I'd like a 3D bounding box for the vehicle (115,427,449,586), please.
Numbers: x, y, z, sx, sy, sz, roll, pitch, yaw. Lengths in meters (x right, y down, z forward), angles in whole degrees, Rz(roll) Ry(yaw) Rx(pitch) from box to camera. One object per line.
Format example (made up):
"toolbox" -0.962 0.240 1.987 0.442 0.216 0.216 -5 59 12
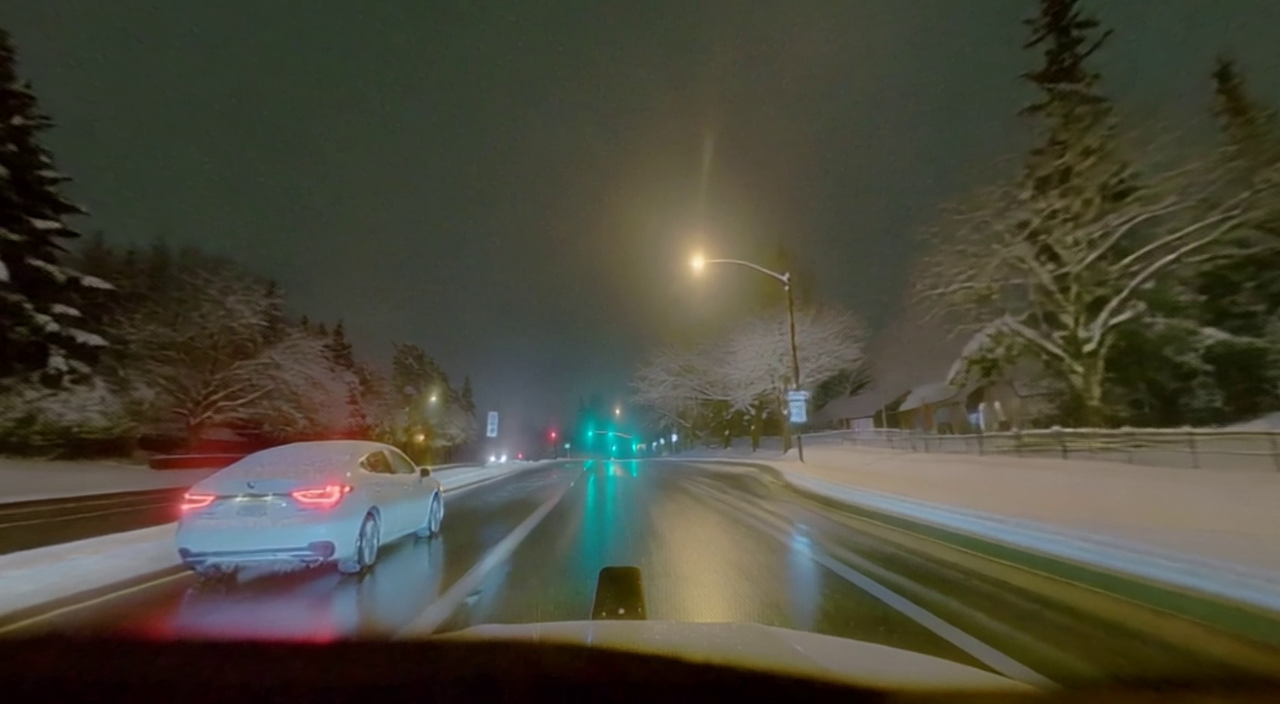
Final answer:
"vehicle" -4.151 1.831 8.364 1.915 1.521 4.283 0 -9 0
